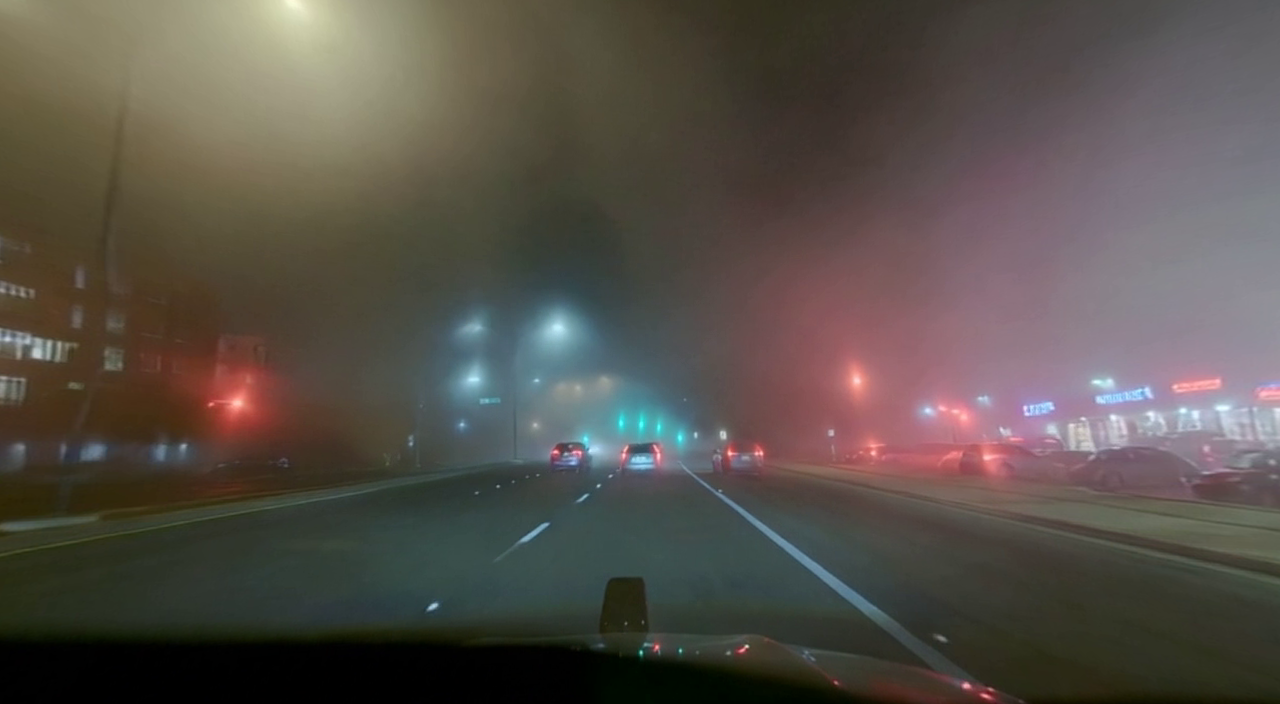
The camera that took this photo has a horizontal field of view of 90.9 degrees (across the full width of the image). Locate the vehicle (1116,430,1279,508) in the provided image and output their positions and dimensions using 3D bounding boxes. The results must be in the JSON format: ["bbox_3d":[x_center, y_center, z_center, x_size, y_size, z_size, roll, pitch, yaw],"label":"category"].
[{"bbox_3d":[13.850,2.789,15.465,4.200,1.643,1.909,5,-10,-31],"label":"vehicle"}]

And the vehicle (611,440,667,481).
[{"bbox_3d":[-0.016,4.320,25.411,2.059,1.477,3.988,0,-8,0],"label":"vehicle"}]

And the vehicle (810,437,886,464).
[{"bbox_3d":[15.207,7.222,46.302,4.775,1.728,1.996,-2,-9,-1],"label":"vehicle"}]

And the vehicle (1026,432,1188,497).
[{"bbox_3d":[13.571,3.192,18.292,4.346,1.667,2.022,4,-10,-29],"label":"vehicle"}]

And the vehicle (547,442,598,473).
[{"bbox_3d":[-3.430,5.454,32.908,2.029,1.482,4.591,0,-8,2],"label":"vehicle"}]

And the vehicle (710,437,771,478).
[{"bbox_3d":[4.379,4.653,28.073,2.007,1.683,4.171,0,-8,0],"label":"vehicle"}]
